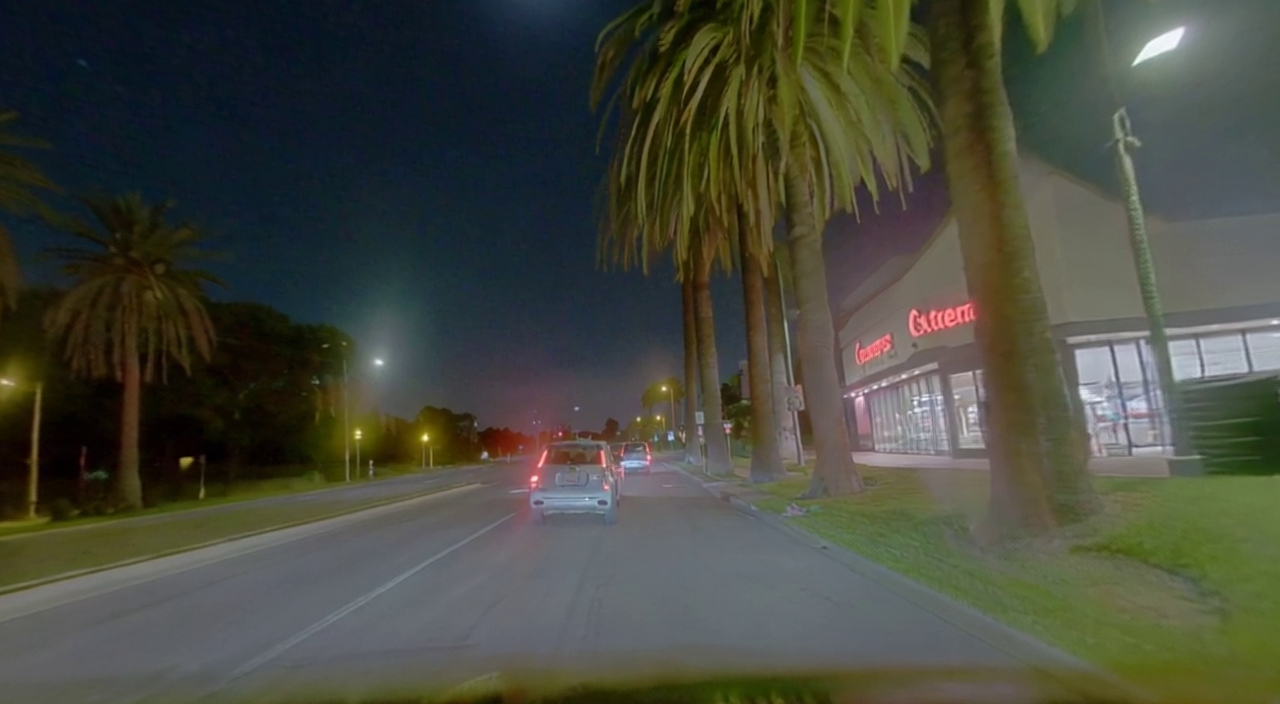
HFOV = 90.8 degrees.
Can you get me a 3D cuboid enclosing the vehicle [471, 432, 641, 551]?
[{"bbox_3d":[-1.104,2.094,10.174,2.169,1.495,4.048,0,-8,-1],"label":"vehicle"}]
